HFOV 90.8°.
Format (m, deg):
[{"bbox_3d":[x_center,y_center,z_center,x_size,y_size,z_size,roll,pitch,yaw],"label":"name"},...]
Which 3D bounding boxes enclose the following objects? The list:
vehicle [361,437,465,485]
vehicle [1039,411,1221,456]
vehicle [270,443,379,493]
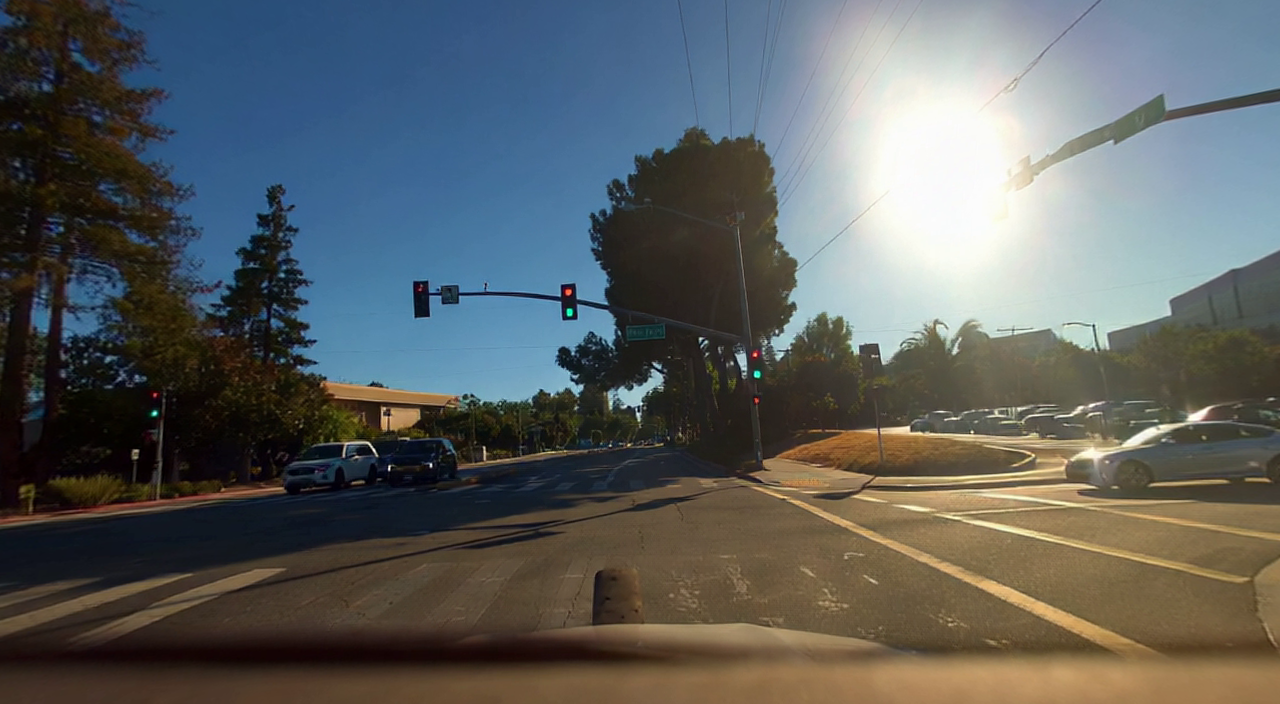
[{"bbox_3d":[-10.173,4.928,28.979,2.664,1.940,5.702,0,-9,0],"label":"vehicle"},{"bbox_3d":[16.930,2.905,22.121,4.560,1.453,1.851,-3,-9,18],"label":"vehicle"},{"bbox_3d":[-13.785,5.069,28.053,2.306,1.957,4.968,0,-9,-1],"label":"vehicle"}]
